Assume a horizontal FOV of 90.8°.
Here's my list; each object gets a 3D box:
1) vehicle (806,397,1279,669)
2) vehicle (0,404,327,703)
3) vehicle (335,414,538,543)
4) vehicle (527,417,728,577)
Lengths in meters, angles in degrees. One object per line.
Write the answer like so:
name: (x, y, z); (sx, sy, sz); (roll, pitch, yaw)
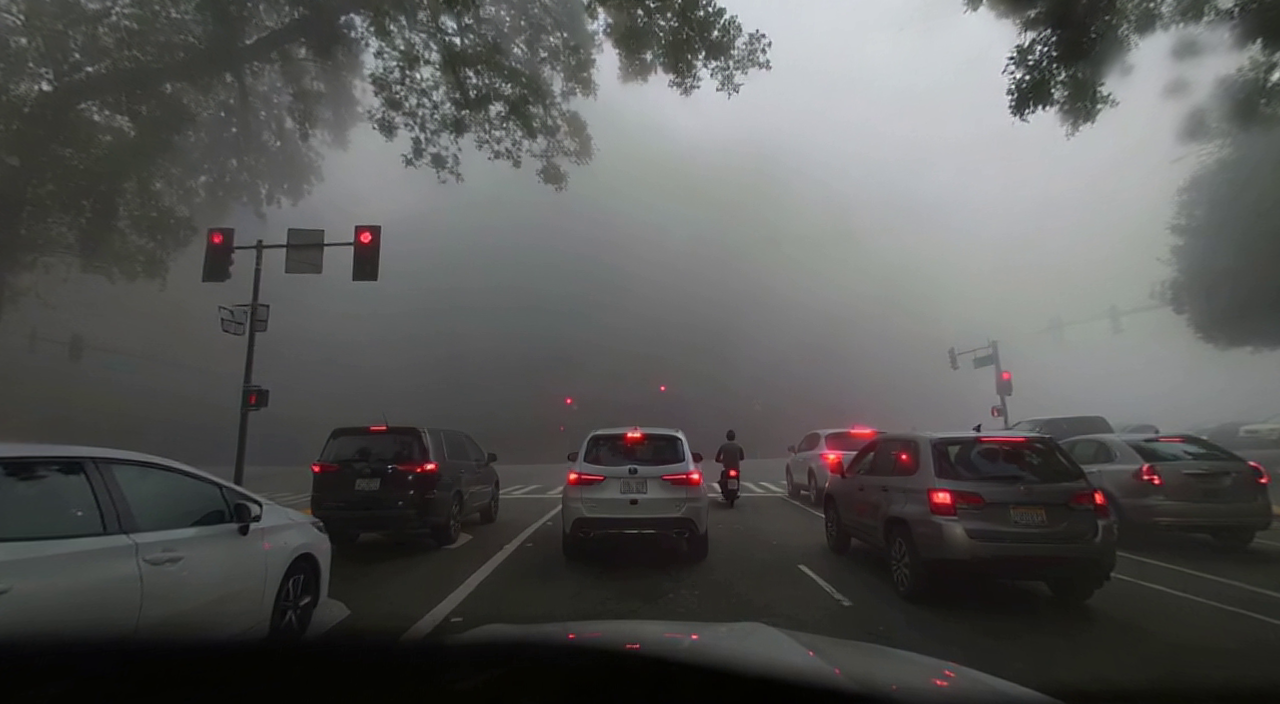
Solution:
vehicle: (3.228, 1.444, 6.194); (2.006, 1.659, 4.462); (0, -8, 1)
vehicle: (-3.350, 0.950, 2.369); (1.863, 1.495, 4.667); (0, -8, 2)
vehicle: (-3.226, 2.107, 11.164); (2.048, 1.805, 4.405); (0, -8, 1)
vehicle: (-0.094, 1.801, 8.555); (2.106, 1.655, 3.717); (0, -8, 1)
